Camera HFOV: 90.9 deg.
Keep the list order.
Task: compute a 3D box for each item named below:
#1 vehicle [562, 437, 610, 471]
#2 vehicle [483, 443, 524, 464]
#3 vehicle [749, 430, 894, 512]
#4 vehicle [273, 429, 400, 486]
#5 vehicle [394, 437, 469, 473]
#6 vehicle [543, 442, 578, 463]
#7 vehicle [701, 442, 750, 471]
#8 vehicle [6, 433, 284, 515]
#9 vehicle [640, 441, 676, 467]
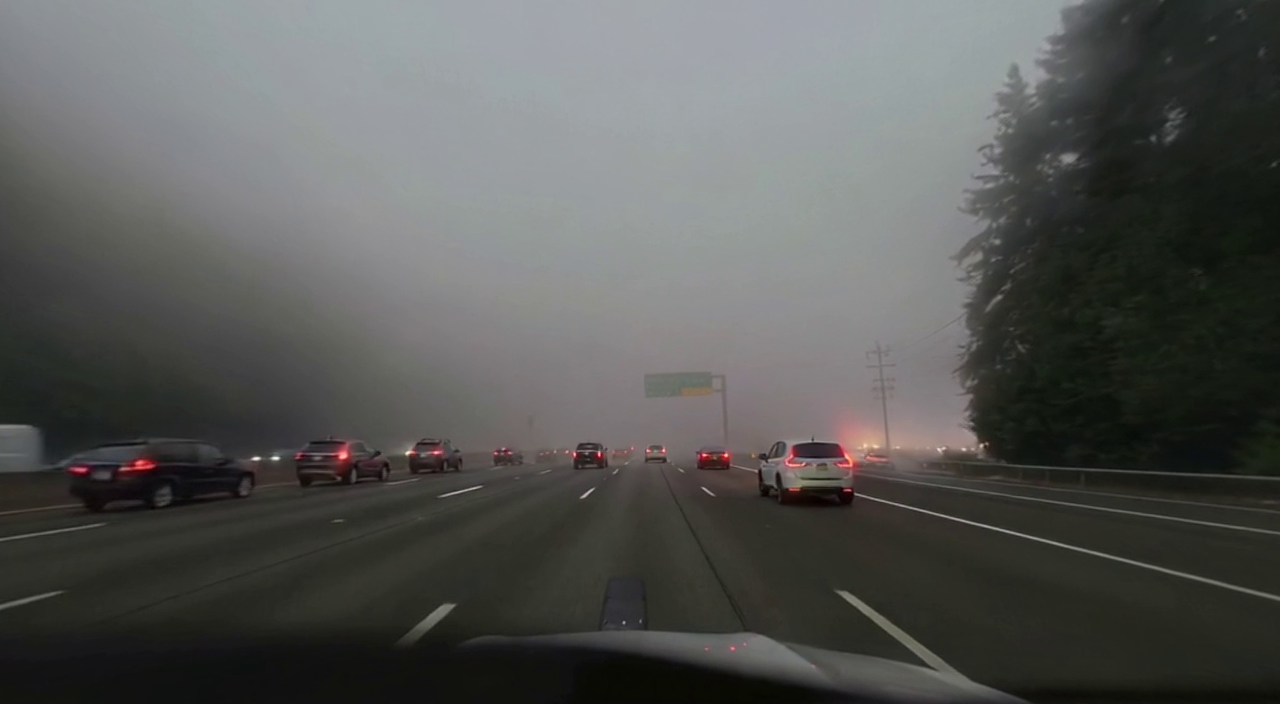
[{"bbox_3d":[-2.915,5.636,35.094,2.133,1.775,4.530,0,-8,2],"label":"vehicle"},{"bbox_3d":[-10.101,7.543,47.051,1.926,1.479,4.688,0,-8,2],"label":"vehicle"},{"bbox_3d":[3.958,2.670,14.653,2.036,1.580,4.360,0,-8,0],"label":"vehicle"},{"bbox_3d":[-10.598,3.714,22.511,2.083,1.776,4.721,0,-8,1],"label":"vehicle"},{"bbox_3d":[-10.508,5.235,32.247,2.137,1.690,4.630,0,-8,1],"label":"vehicle"},{"bbox_3d":[-6.166,7.831,49.289,2.049,1.544,4.866,0,-8,0],"label":"vehicle"},{"bbox_3d":[4.571,5.671,34.544,2.022,1.472,4.678,0,-8,0],"label":"vehicle"},{"bbox_3d":[-10.554,2.618,14.148,2.181,1.512,4.889,0,-8,2],"label":"vehicle"},{"bbox_3d":[1.110,6.555,40.822,2.220,1.575,4.332,0,-8,1],"label":"vehicle"}]
